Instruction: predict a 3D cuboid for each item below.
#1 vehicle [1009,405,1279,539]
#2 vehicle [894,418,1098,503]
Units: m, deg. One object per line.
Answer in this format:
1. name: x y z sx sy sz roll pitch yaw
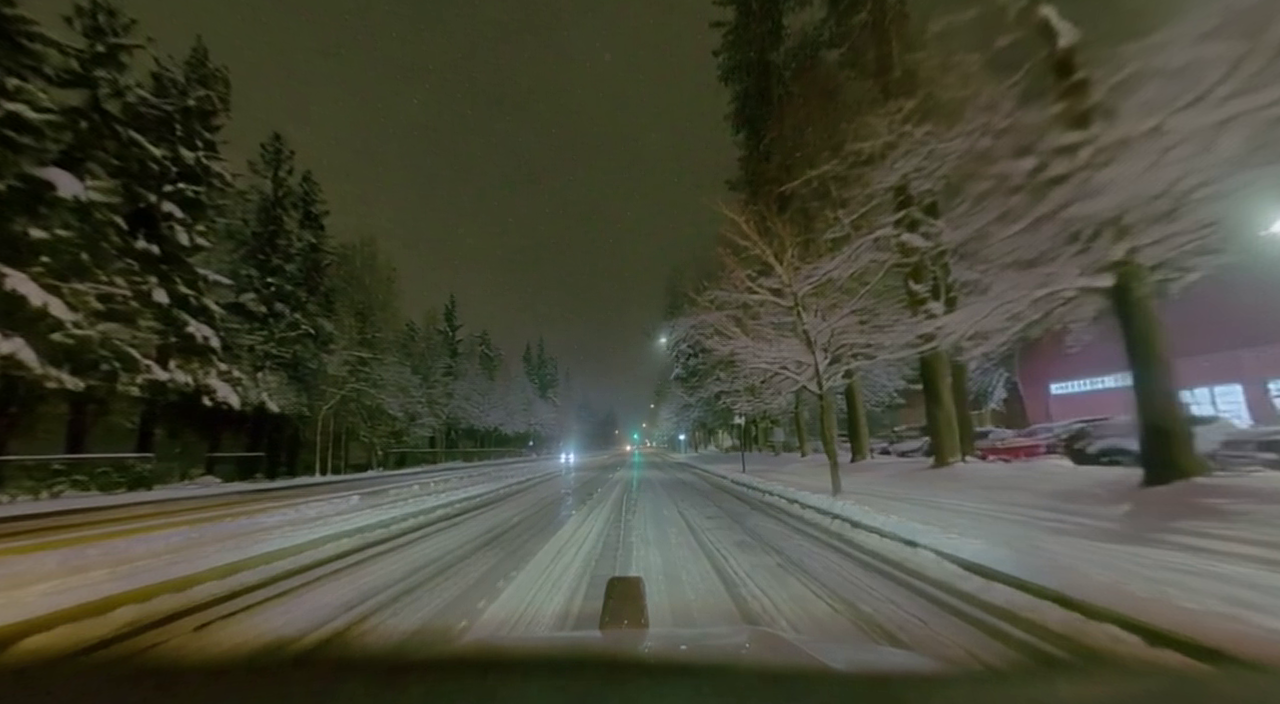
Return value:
1. vehicle: 8.016 1.673 9.403 1.993 1.476 4.821 0 -8 -1
2. vehicle: 7.804 2.479 14.531 1.896 1.615 4.778 0 -9 0
